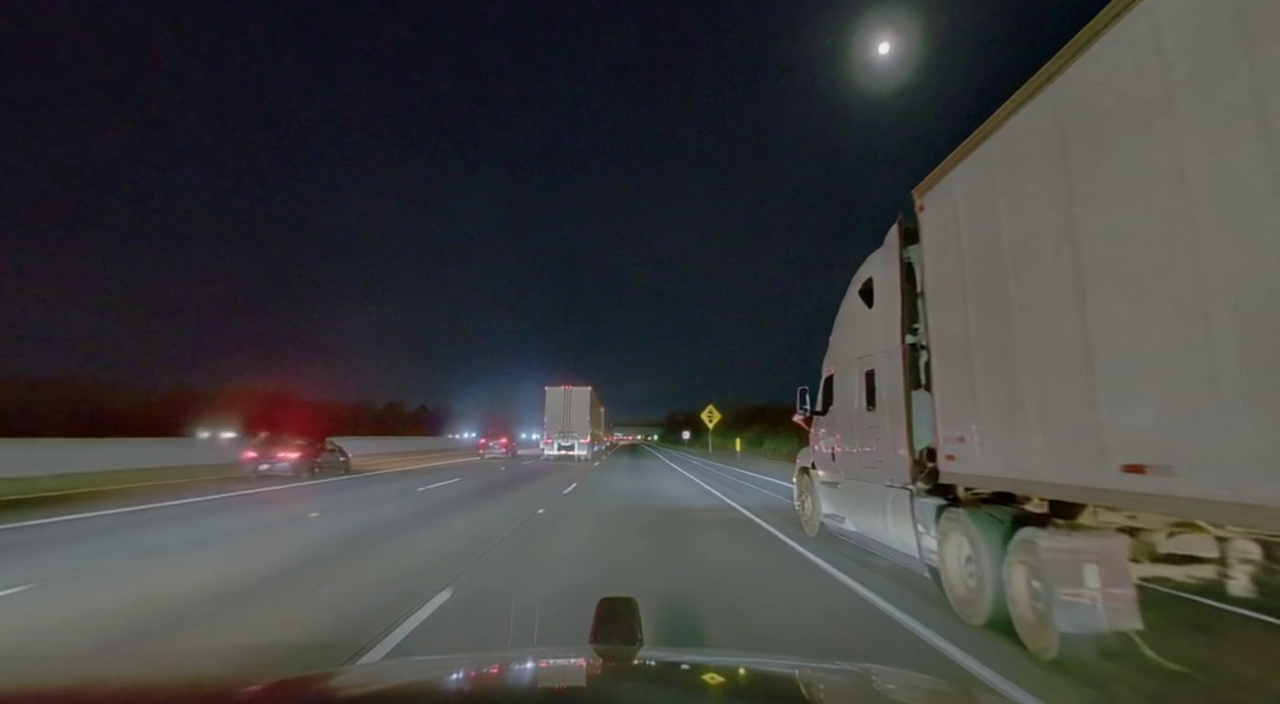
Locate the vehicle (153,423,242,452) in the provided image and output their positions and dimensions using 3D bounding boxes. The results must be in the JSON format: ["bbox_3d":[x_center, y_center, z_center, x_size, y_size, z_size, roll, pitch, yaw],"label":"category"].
[{"bbox_3d":[-23.765,4.623,33.936,1.811,1.470,4.155,0,-8,-1],"label":"vehicle"}]

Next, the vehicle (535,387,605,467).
[{"bbox_3d":[-3.851,4.625,37.812,3.002,3.987,12.477,0,-8,-1],"label":"vehicle"}]

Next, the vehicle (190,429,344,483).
[{"bbox_3d":[-11.292,3.162,19.520,1.959,1.460,4.661,0,-8,0],"label":"vehicle"}]

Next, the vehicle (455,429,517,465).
[{"bbox_3d":[-7.820,4.856,32.383,2.075,1.691,4.431,0,-8,0],"label":"vehicle"}]
